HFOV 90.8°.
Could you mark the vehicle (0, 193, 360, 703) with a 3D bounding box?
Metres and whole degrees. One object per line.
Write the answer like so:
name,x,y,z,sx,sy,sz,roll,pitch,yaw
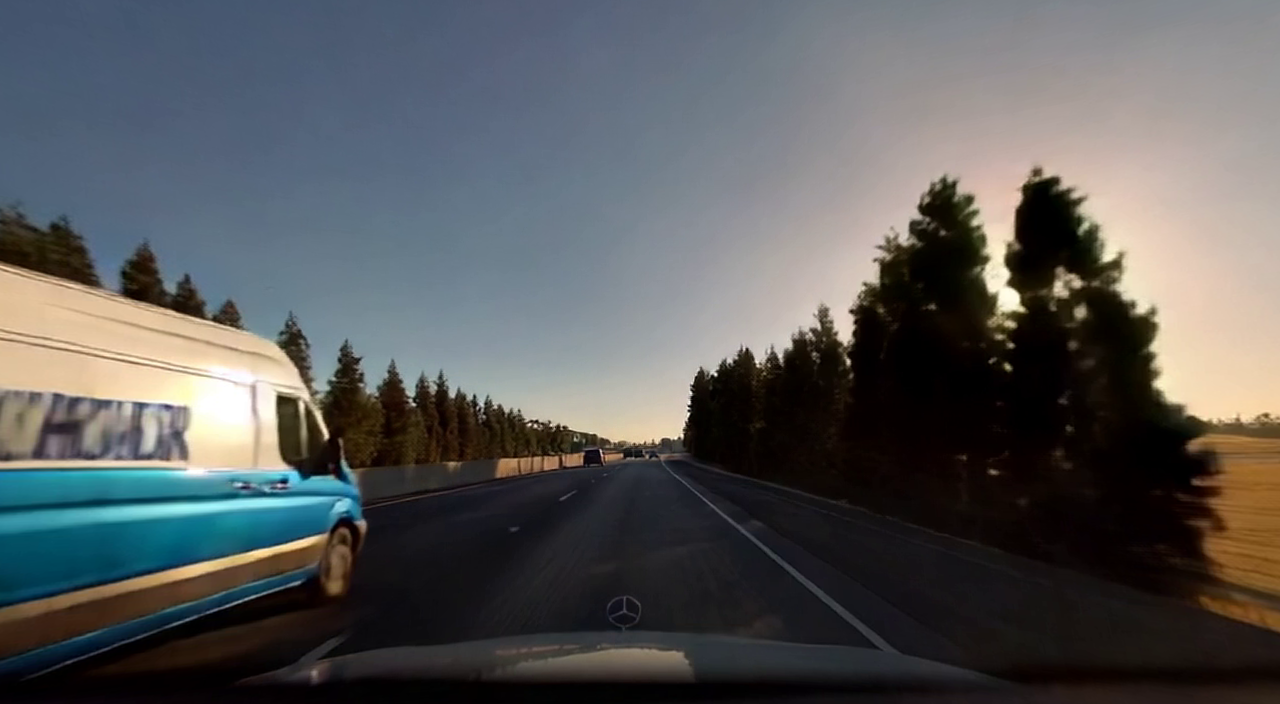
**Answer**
vehicle,-3.746,0.626,2.968,2.360,2.367,5.223,0,-9,1
